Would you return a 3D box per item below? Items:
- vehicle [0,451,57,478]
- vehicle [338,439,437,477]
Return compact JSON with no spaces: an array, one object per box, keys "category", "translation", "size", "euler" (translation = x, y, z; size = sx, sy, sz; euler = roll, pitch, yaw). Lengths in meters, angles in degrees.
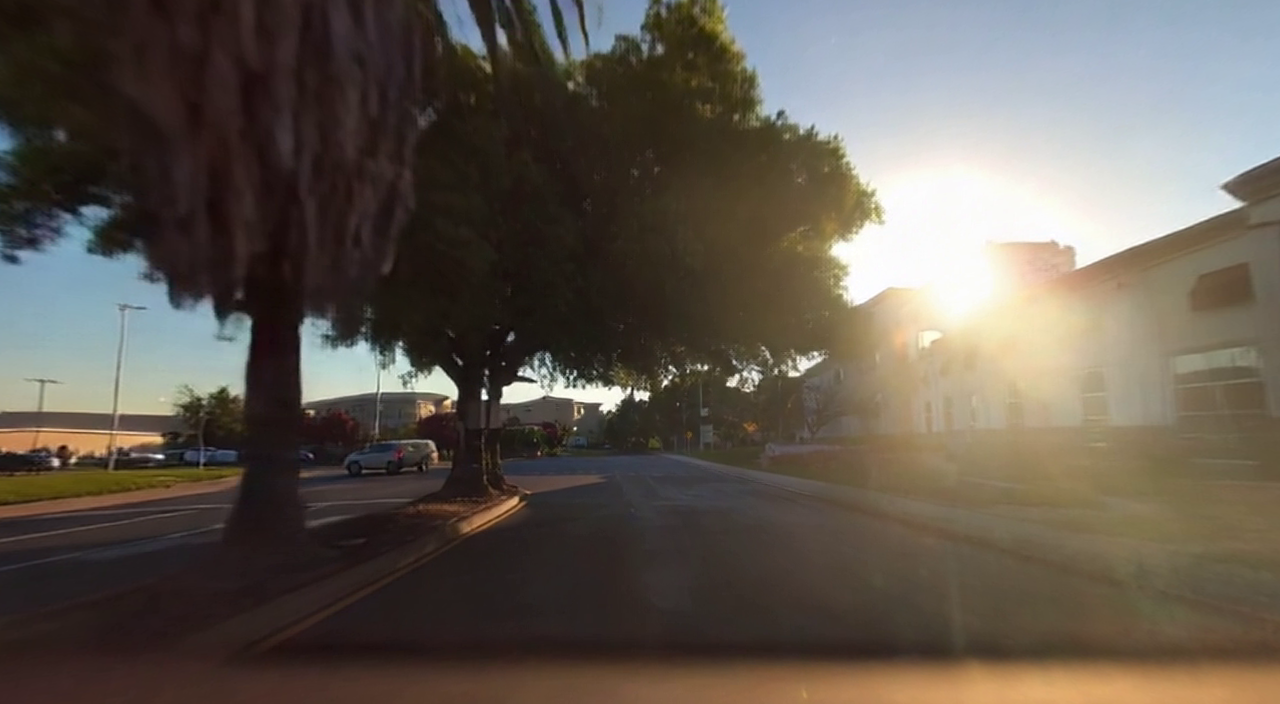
[{"category":"vehicle","translation":[-37.823,6.703,37.678],"size":[1.919,1.502,4.695],"euler":[1,-9,-6]},{"category":"vehicle","translation":[-13.347,5.602,33.466],"size":[4.651,1.863,2.174],"euler":[-4,-10,25]}]
